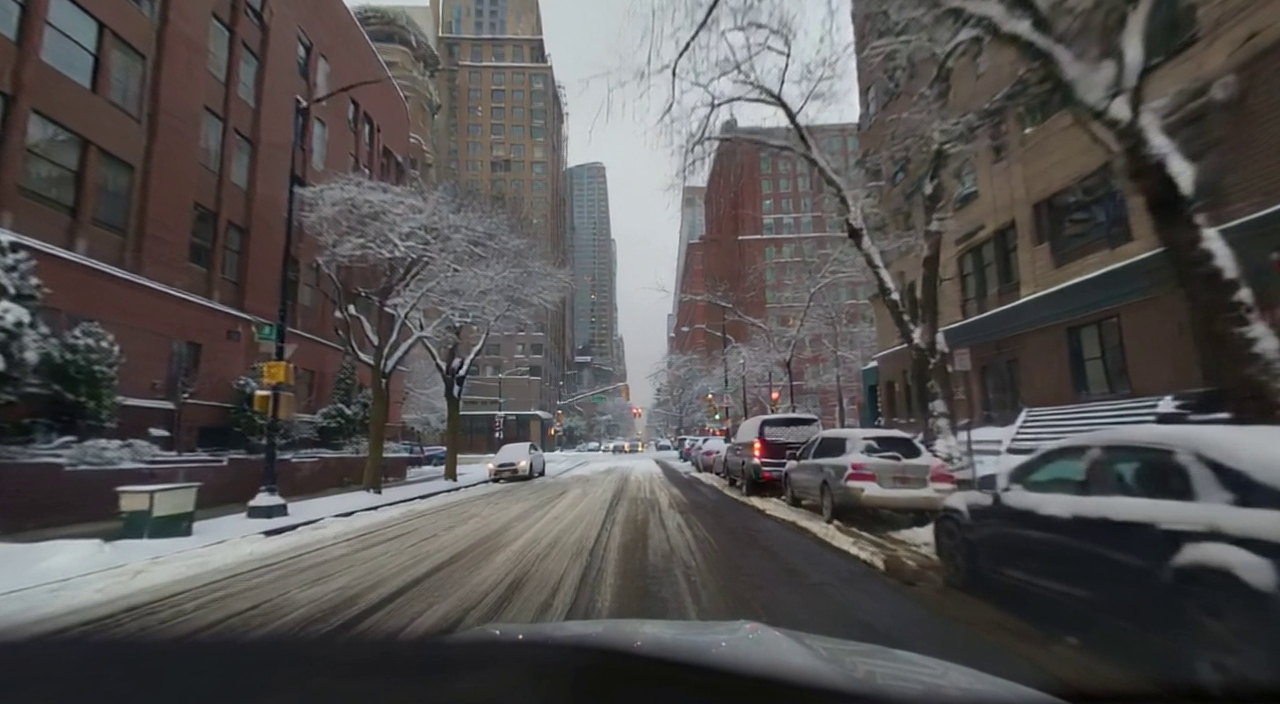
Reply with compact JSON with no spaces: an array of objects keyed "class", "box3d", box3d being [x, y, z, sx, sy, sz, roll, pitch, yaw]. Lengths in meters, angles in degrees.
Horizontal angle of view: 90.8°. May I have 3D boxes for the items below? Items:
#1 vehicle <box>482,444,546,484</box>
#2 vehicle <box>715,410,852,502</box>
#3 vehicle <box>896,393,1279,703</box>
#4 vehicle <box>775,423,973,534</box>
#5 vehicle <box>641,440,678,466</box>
[{"class":"vehicle","box3d":[-6.050,5.417,30.898,2.013,1.772,4.439,-1,-8,2]},{"class":"vehicle","box3d":[3.538,2.755,17.043,2.356,2.043,5.791,0,-8,0]},{"class":"vehicle","box3d":[3.720,1.145,4.144,2.066,1.494,4.843,0,-8,0]},{"class":"vehicle","box3d":[3.892,2.162,11.407,1.871,1.603,4.161,0,-8,-1]},{"class":"vehicle","box3d":[1.365,6.764,42.557,2.111,1.619,4.077,-1,-9,8]}]
